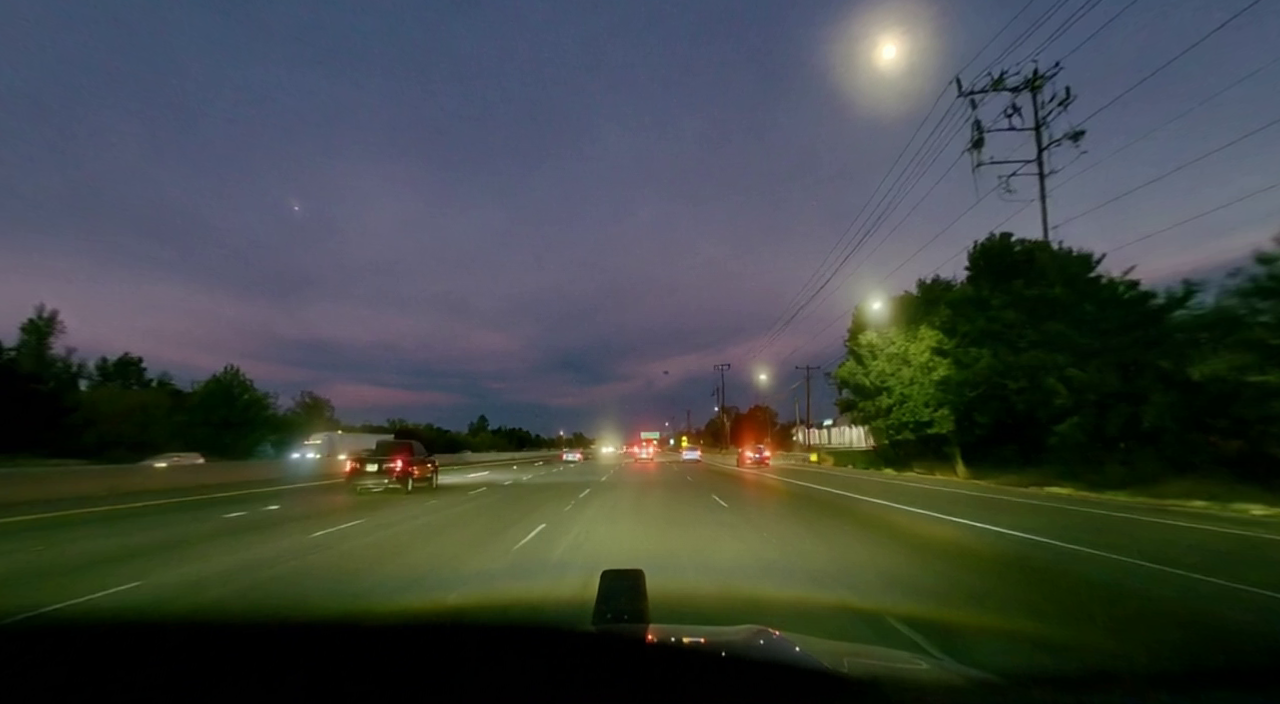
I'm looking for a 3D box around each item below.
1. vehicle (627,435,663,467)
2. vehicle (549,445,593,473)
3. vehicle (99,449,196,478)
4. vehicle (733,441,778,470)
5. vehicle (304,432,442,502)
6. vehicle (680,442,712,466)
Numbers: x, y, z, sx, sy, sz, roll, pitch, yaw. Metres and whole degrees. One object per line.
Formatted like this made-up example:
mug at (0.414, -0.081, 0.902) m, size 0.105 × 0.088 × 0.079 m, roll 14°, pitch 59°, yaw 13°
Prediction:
vehicle at (0.319, 7.528, 48.083) m, size 2.622 × 2.208 × 5.320 m, roll 0°, pitch -8°, yaw -1°
vehicle at (-3.832, 6.021, 35.632) m, size 1.979 × 1.469 × 4.378 m, roll 0°, pitch -8°, yaw 1°
vehicle at (-29.803, 6.748, 38.339) m, size 2.020 × 1.591 × 4.741 m, roll 0°, pitch -9°, yaw 1°
vehicle at (7.313, 6.569, 40.290) m, size 1.937 × 1.698 × 4.322 m, roll 0°, pitch -8°, yaw -1°
vehicle at (-7.418, 3.238, 18.117) m, size 2.007 × 1.732 × 4.395 m, roll 0°, pitch -9°, yaw 0°
vehicle at (4.127, 7.618, 47.116) m, size 1.996 × 1.710 × 4.256 m, roll 0°, pitch -9°, yaw 0°
